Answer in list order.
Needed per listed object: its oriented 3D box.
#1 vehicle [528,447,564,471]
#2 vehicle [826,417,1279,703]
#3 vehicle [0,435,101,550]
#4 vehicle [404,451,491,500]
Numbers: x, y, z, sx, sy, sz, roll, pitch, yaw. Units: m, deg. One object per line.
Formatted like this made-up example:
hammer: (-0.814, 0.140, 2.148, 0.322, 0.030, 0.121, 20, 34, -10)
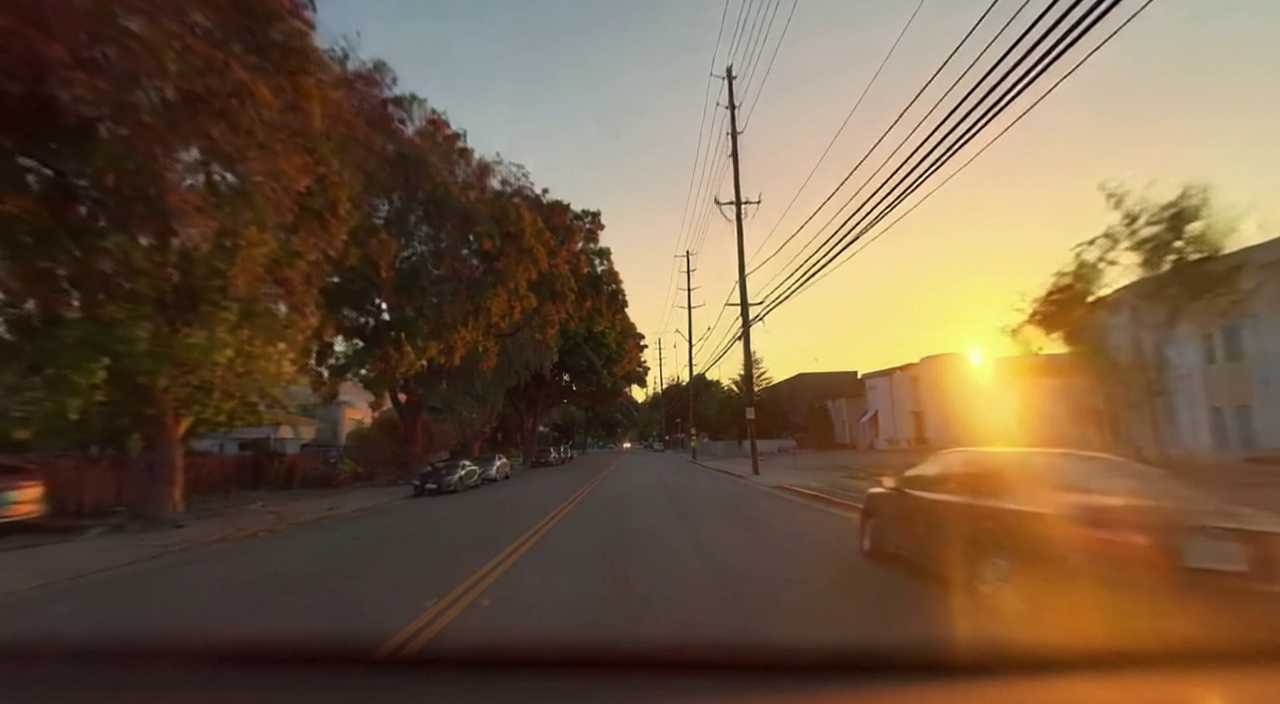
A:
vehicle: (-6.712, 7.698, 45.604, 1.887, 1.460, 4.444, -4, -8, 0)
vehicle: (3.121, 1.382, 5.335, 1.843, 1.495, 3.930, 0, -8, -1)
vehicle: (-12.425, 2.350, 10.812, 4.502, 1.813, 1.948, 0, -8, -1)
vehicle: (-6.719, 4.316, 22.546, 1.815, 1.402, 4.559, -4, -8, -2)
